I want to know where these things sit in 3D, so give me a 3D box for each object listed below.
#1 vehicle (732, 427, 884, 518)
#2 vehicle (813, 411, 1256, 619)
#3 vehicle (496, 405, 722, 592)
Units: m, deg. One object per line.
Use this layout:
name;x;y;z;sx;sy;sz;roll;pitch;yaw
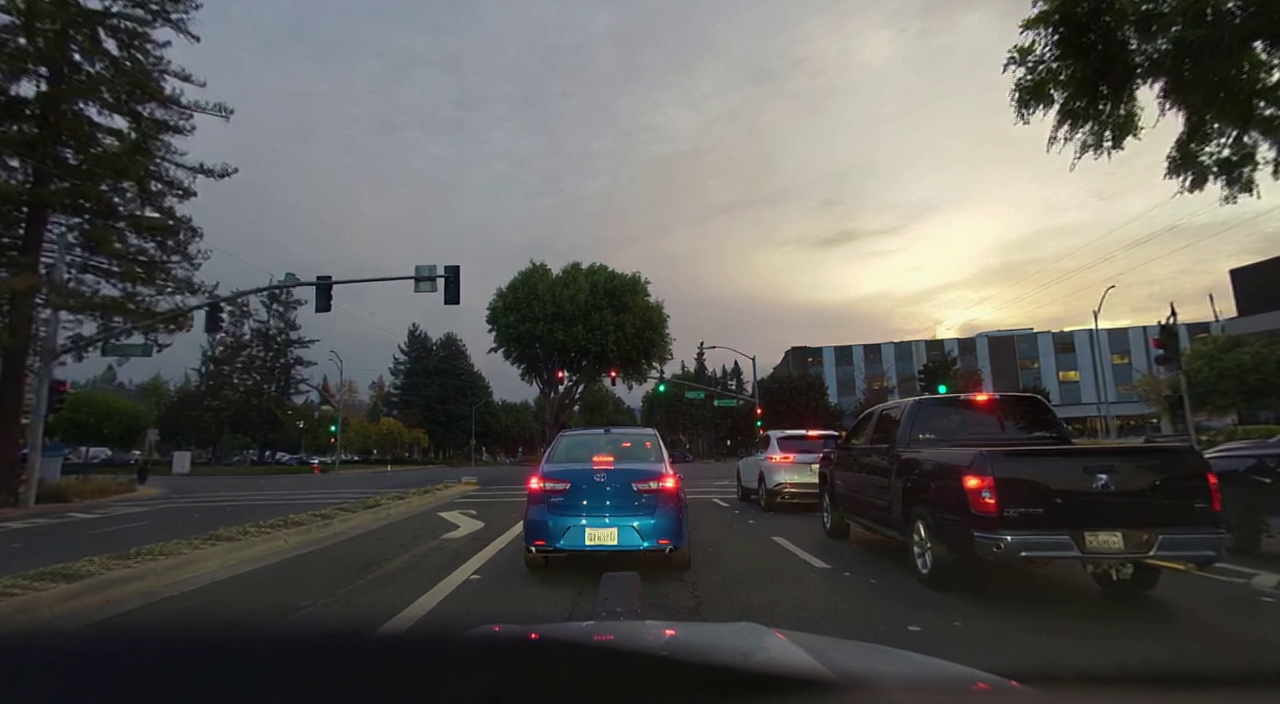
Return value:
vehicle;3.378;2.512;13.689;2.031;1.626;4.264;0;-8;-1
vehicle;3.614;1.565;7.109;1.955;1.550;4.587;0;-8;-1
vehicle;-0.274;1.603;7.631;2.037;1.674;3.693;0;-8;0
